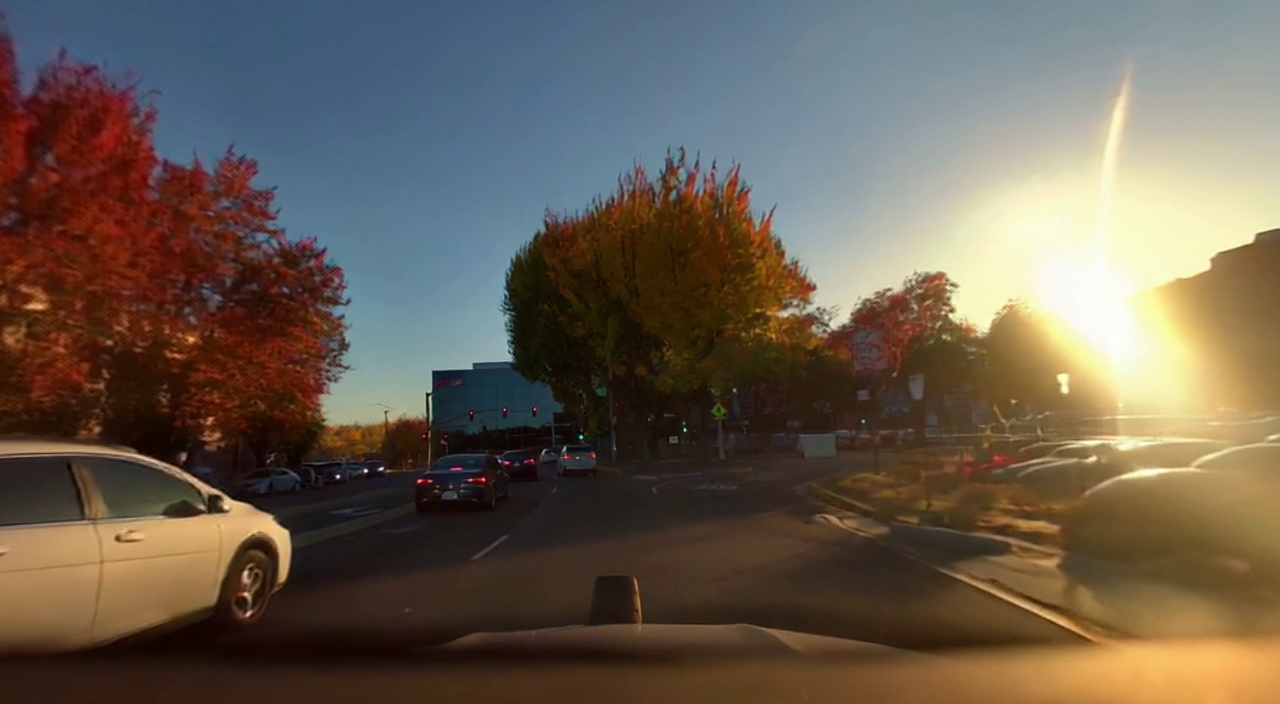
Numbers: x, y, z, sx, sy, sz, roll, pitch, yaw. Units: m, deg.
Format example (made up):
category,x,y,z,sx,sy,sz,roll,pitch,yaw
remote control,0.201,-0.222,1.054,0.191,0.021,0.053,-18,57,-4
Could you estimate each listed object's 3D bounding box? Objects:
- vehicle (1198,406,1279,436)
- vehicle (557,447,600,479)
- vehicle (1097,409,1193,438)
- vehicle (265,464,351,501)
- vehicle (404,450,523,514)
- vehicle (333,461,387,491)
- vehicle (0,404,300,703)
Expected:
category,x,y,z,sx,sy,sz,roll,pitch,yaw
vehicle,39.755,4.507,40.662,5.280,1.764,2.026,-9,-13,44
vehicle,-3.614,6.329,36.271,2.144,1.704,4.028,2,-9,-9
vehicle,33.586,4.731,41.928,2.110,1.696,4.653,12,-12,-42
vehicle,-15.923,6.245,30.512,1.972,1.514,4.689,2,-9,-5
vehicle,-4.796,3.577,18.018,2.090,1.506,5.326,1,-9,-3
vehicle,-17.674,7.836,39.955,2.039,1.672,4.596,2,-9,-10
vehicle,-4.207,1.147,3.484,2.085,1.663,4.513,1,-9,0
